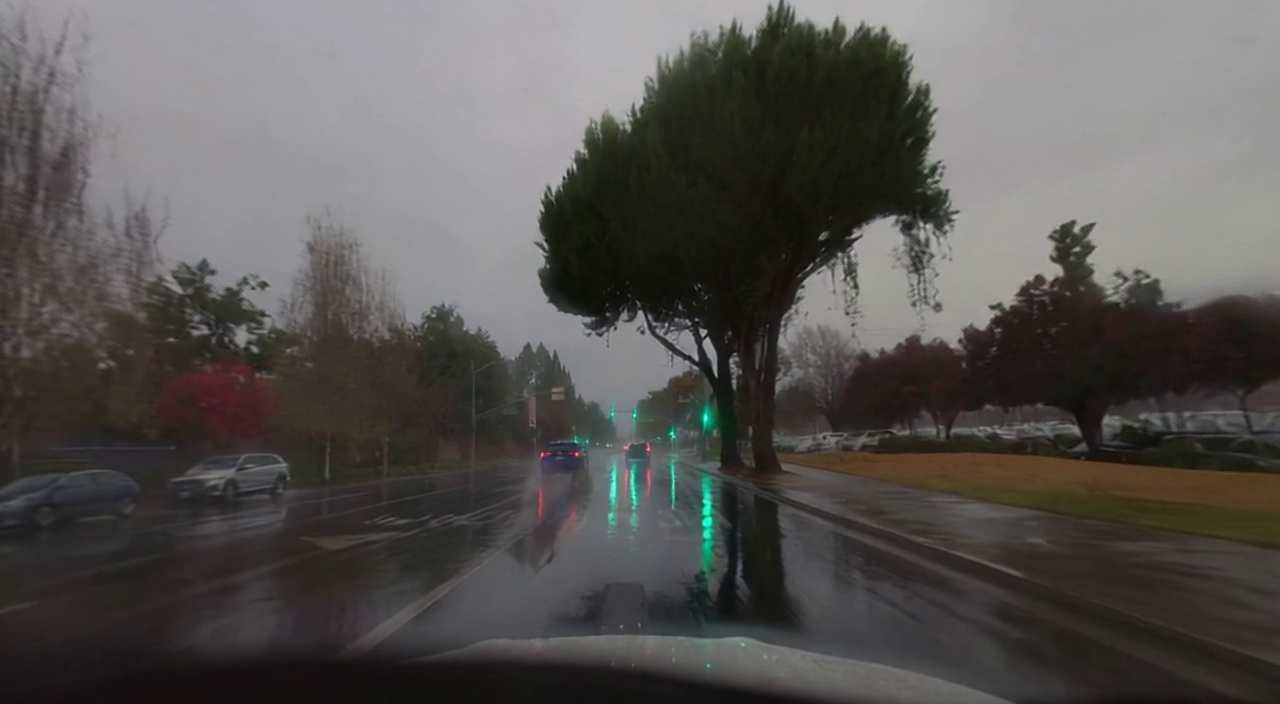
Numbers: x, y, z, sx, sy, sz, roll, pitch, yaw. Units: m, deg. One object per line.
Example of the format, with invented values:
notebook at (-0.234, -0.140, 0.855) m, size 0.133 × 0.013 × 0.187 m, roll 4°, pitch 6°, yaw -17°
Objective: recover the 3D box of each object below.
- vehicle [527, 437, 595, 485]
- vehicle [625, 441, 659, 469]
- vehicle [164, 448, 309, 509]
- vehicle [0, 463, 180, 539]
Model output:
vehicle at (-3.075, 4.374, 25.662) m, size 2.097 × 1.755 × 4.336 m, roll 0°, pitch -9°, yaw 1°
vehicle at (0.056, 6.731, 41.495) m, size 2.088 × 1.735 × 4.801 m, roll 0°, pitch -9°, yaw -1°
vehicle at (-14.073, 4.399, 22.482) m, size 1.996 × 1.886 × 4.692 m, roll 0°, pitch -9°, yaw 0°
vehicle at (-14.267, 3.592, 15.848) m, size 1.880 × 1.476 × 4.715 m, roll 0°, pitch -9°, yaw 0°
